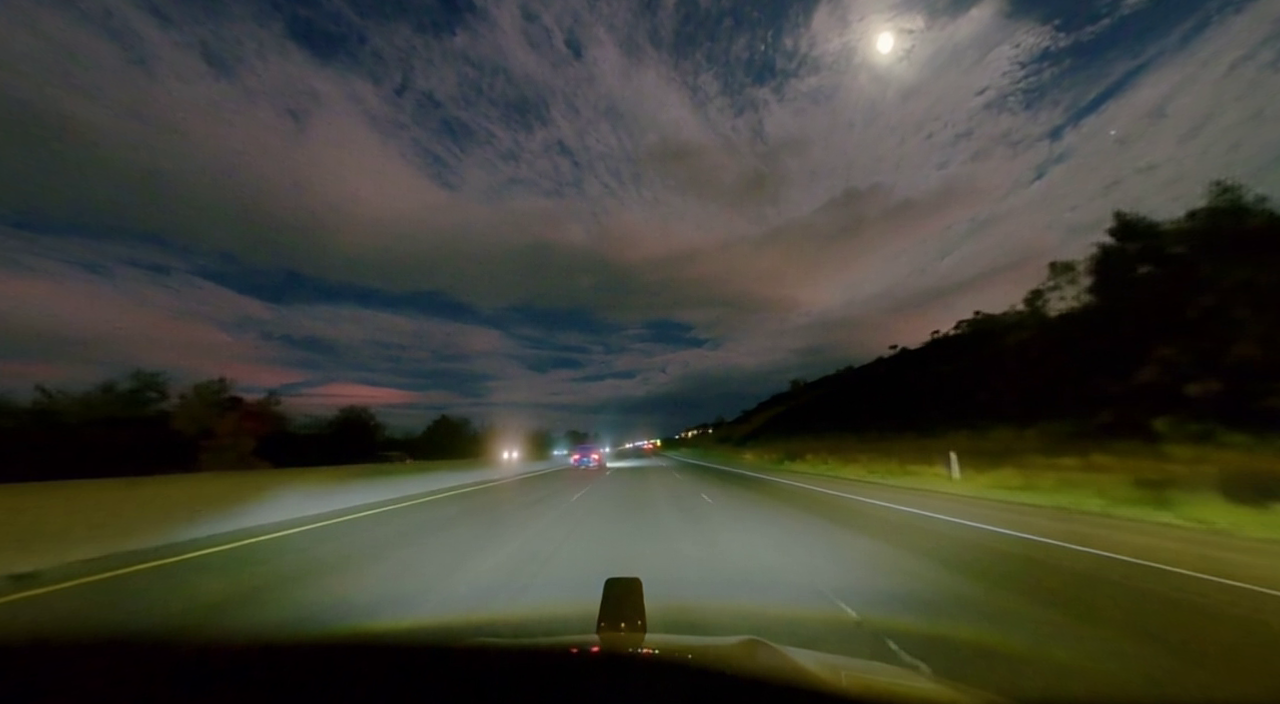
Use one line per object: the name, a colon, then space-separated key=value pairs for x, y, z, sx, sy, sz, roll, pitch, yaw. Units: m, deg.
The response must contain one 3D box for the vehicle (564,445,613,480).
vehicle: x=-2.454 y=5.402 z=31.014 sx=1.965 sy=1.556 sz=3.971 roll=-1 pitch=-9 yaw=2
